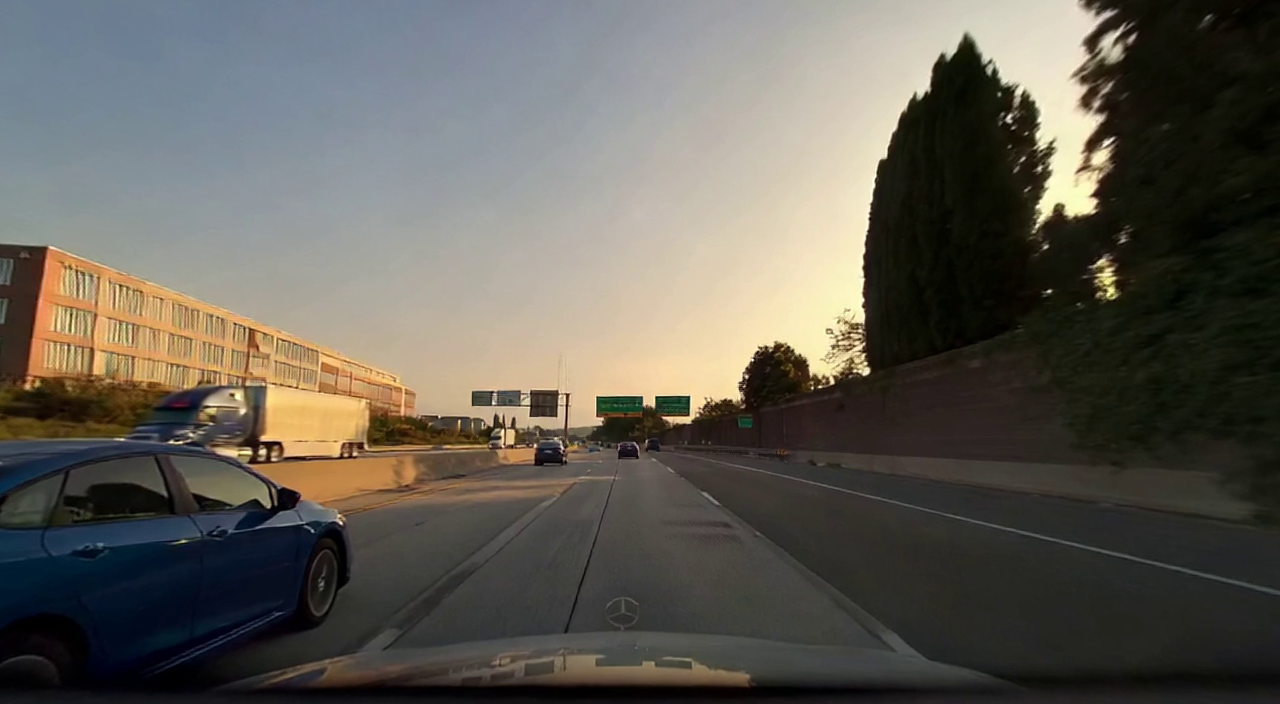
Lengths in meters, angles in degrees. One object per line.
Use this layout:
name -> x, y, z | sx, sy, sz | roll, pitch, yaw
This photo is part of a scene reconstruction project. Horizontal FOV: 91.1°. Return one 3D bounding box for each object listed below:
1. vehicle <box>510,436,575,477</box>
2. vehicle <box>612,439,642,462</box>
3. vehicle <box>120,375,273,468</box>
vehicle -> -4.229, 4.616, 28.039 | 2.271, 1.626, 4.463 | 0, -8, -1
vehicle -> -1.084, 7.547, 48.285 | 2.196, 1.699, 4.499 | 0, -8, -2
vehicle -> -21.106, 3.438, 30.417 | 3.036, 3.998, 5.938 | 0, -8, -2
